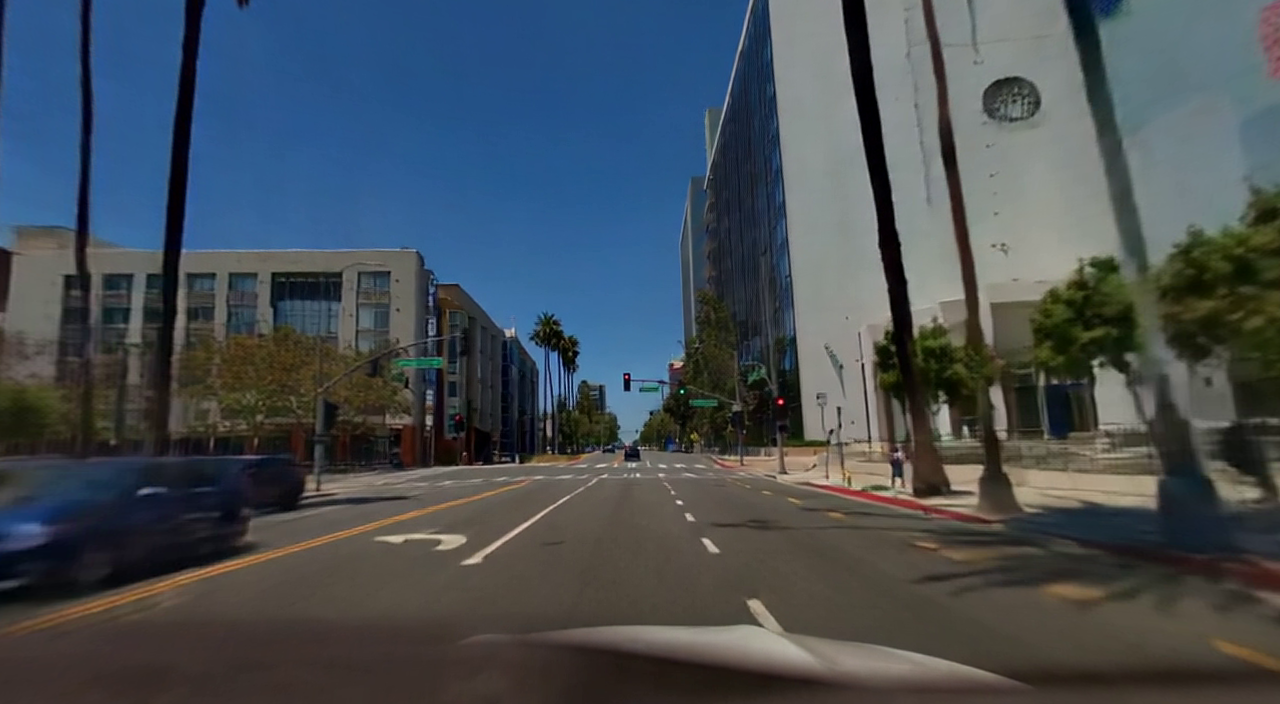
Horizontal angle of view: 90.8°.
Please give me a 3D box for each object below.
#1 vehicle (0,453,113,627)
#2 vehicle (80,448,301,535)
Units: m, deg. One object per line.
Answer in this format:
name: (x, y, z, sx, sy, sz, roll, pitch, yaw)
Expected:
vehicle: (-6.411, 1.457, 4.353, 1.868, 1.467, 4.267, 0, -9, 0)
vehicle: (-10.001, 3.079, 14.614, 1.923, 1.662, 4.318, 0, -9, 0)
